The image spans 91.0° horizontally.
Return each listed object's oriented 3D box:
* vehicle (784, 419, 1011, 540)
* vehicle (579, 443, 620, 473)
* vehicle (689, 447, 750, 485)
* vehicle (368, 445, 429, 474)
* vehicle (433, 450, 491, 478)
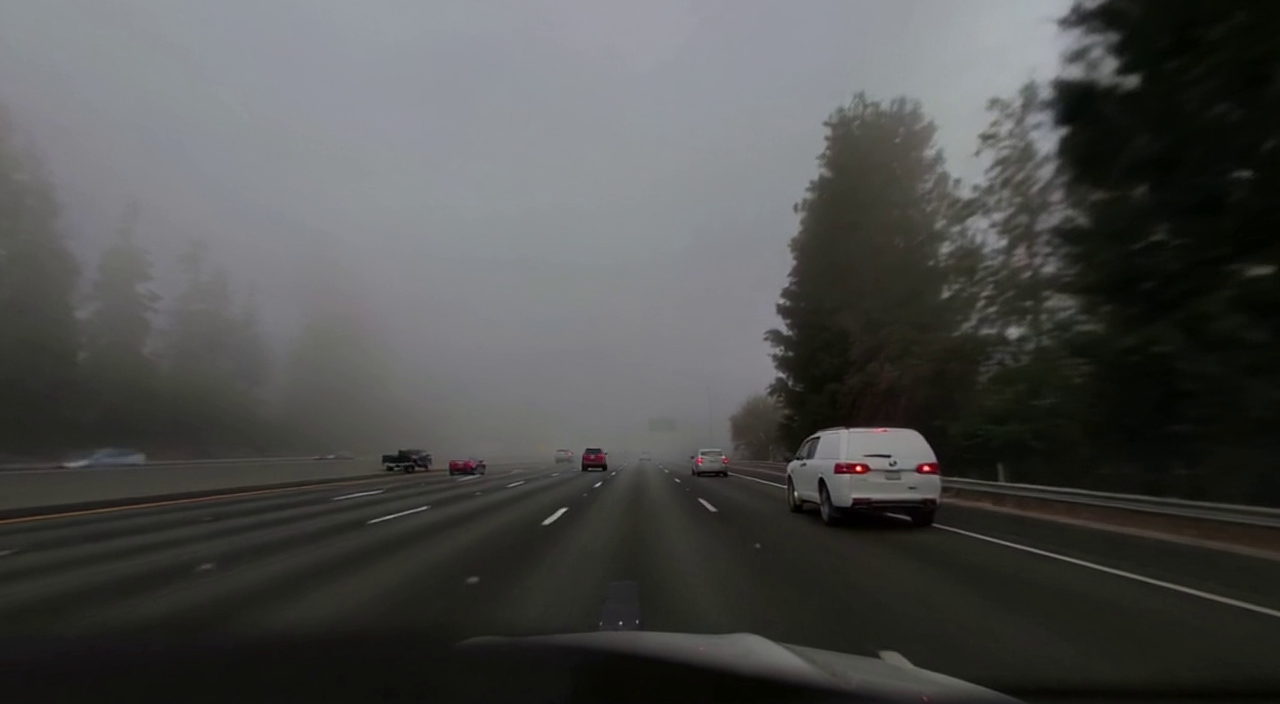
[{"bbox_3d":[4.400,2.270,11.845,2.218,1.776,4.807,0,-9,0],"label":"vehicle"},{"bbox_3d":[-2.693,7.287,43.529,2.449,1.929,5.503,0,-9,0],"label":"vehicle"},{"bbox_3d":[3.422,5.005,27.986,2.126,1.529,4.438,0,-9,0],"label":"vehicle"},{"bbox_3d":[-16.632,7.395,43.595,2.181,1.819,4.830,0,-9,2],"label":"vehicle"},{"bbox_3d":[-10.268,6.498,36.734,1.974,1.472,4.684,0,-9,1],"label":"vehicle"}]
